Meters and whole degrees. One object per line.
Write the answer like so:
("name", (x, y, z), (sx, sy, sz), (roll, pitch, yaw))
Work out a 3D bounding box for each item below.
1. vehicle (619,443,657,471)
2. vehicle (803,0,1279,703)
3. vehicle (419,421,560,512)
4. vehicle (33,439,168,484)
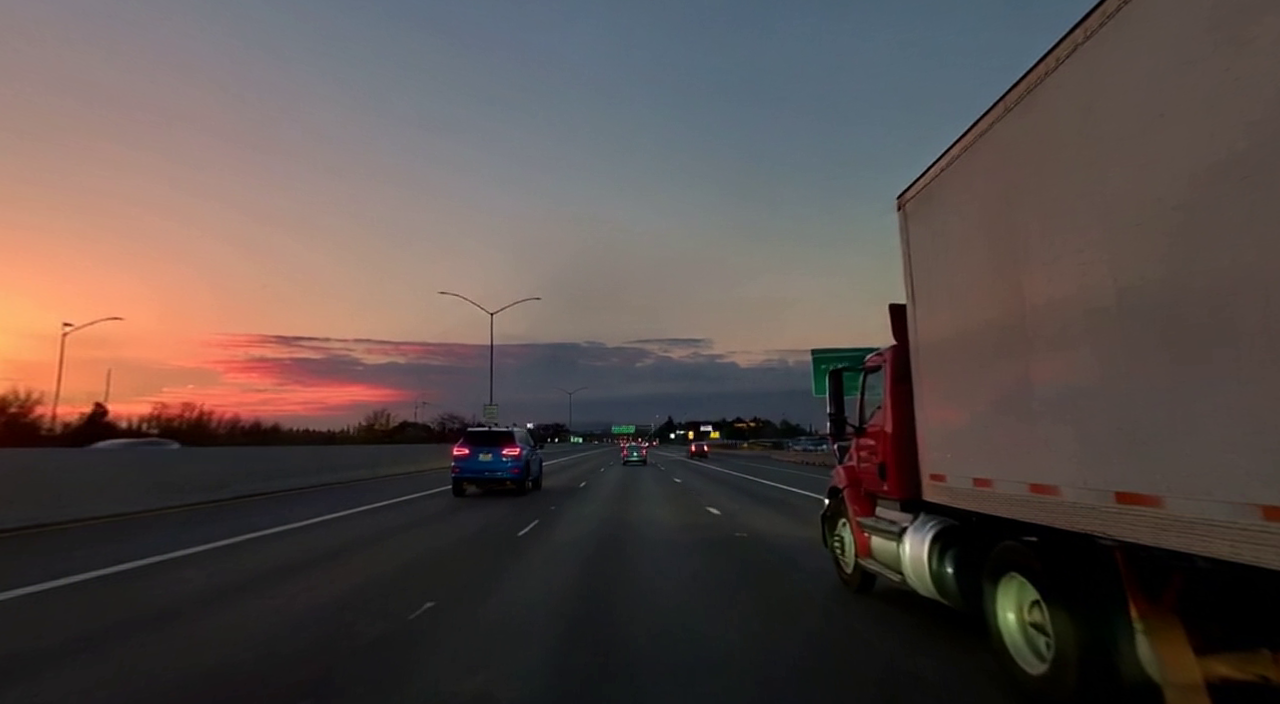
("vehicle", (-0.152, 5.635, 34.149), (1.929, 1.395, 3.999), (0, -8, -1))
("vehicle", (3.370, -0.003, 1.670), (2.934, 3.325, 10.986), (0, -8, 0))
("vehicle", (-3.327, 2.659, 15.112), (2.229, 1.806, 4.698), (0, -8, 0))
("vehicle", (-20.124, 4.074, 23.800), (1.718, 1.506, 3.774), (-2, -8, 0))
